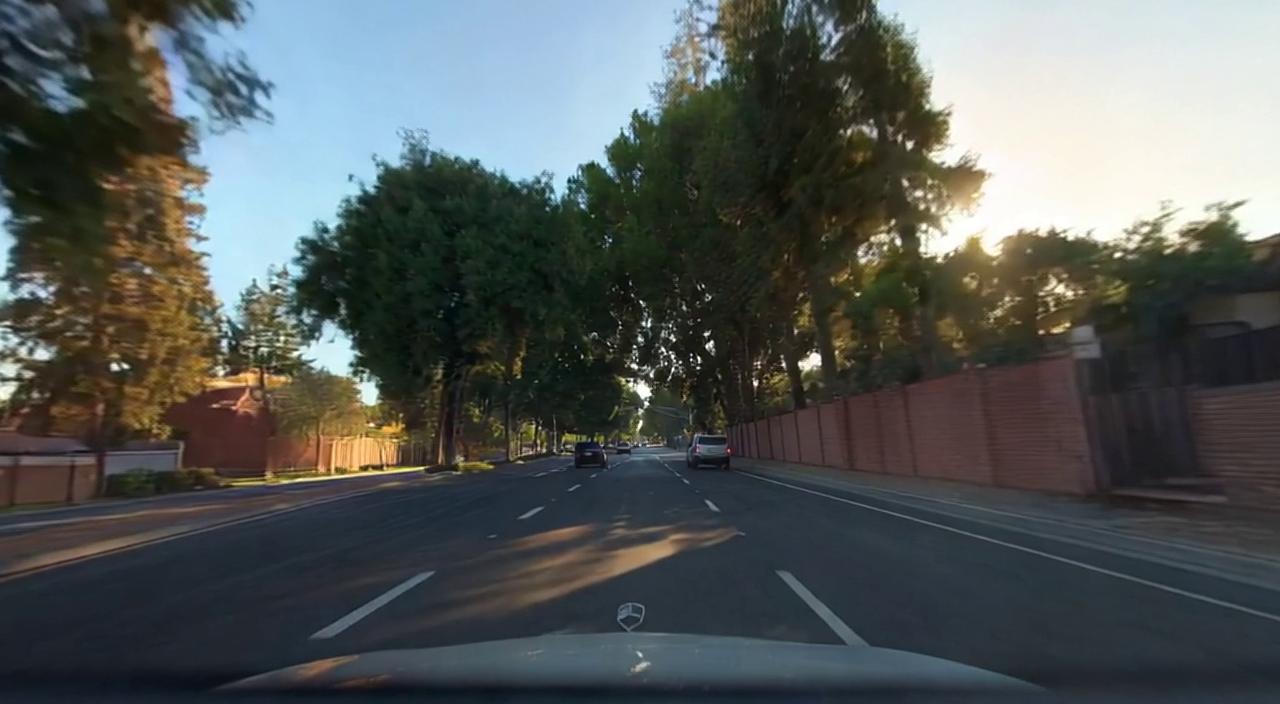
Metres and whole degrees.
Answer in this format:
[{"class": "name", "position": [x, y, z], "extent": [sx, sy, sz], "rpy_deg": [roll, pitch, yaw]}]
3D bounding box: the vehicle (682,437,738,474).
[{"class": "vehicle", "position": [3.415, 5.168, 31.825], "extent": [2.321, 1.695, 5.037], "rpy_deg": [0, -8, 1]}]
